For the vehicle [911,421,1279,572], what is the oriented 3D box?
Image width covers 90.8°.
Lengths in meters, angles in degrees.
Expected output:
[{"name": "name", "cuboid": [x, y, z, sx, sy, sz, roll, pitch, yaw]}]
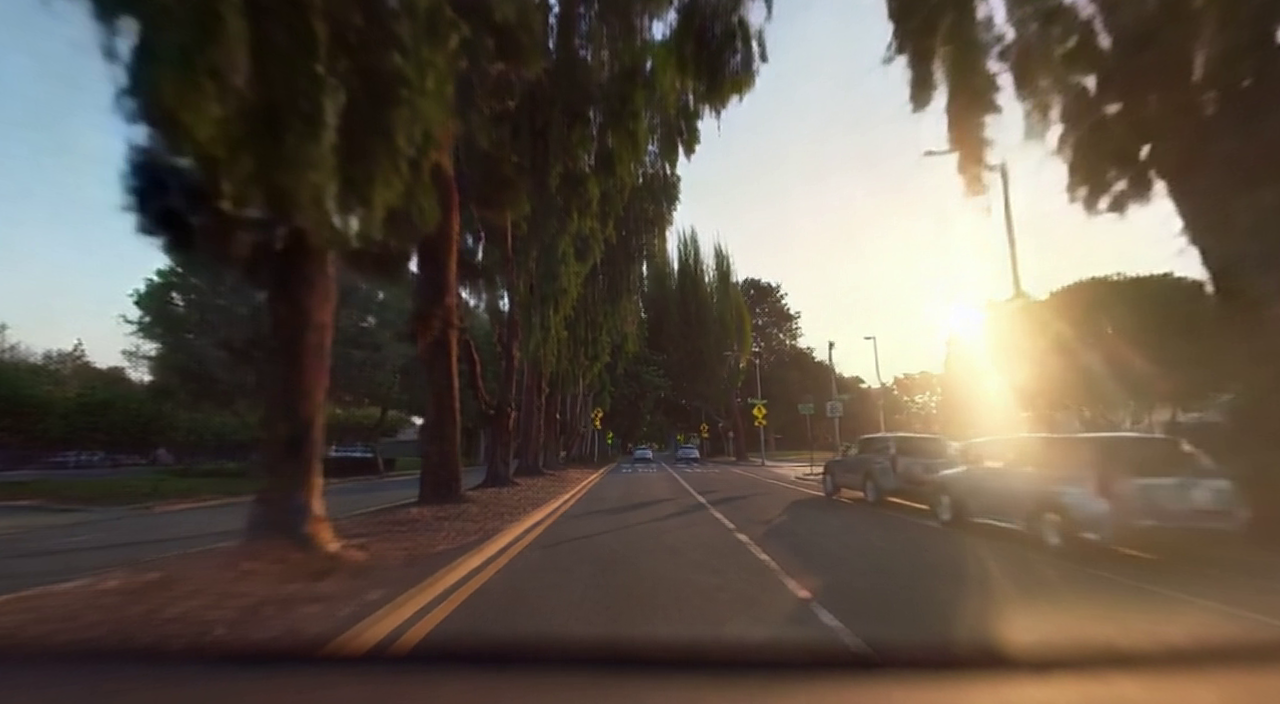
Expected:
[{"name": "vehicle", "cuboid": [6.501, 2.072, 10.017, 2.040, 1.710, 5.200, 1, -8, -1]}]

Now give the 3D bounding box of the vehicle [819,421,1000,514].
[{"name": "vehicle", "cuboid": [6.492, 2.848, 16.115, 2.081, 1.967, 5.211, 0, -8, -3]}]

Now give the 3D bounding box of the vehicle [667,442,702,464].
[{"name": "vehicle", "cuboid": [3.221, 7.419, 46.422, 2.142, 1.501, 4.273, 0, -8, -1]}]
